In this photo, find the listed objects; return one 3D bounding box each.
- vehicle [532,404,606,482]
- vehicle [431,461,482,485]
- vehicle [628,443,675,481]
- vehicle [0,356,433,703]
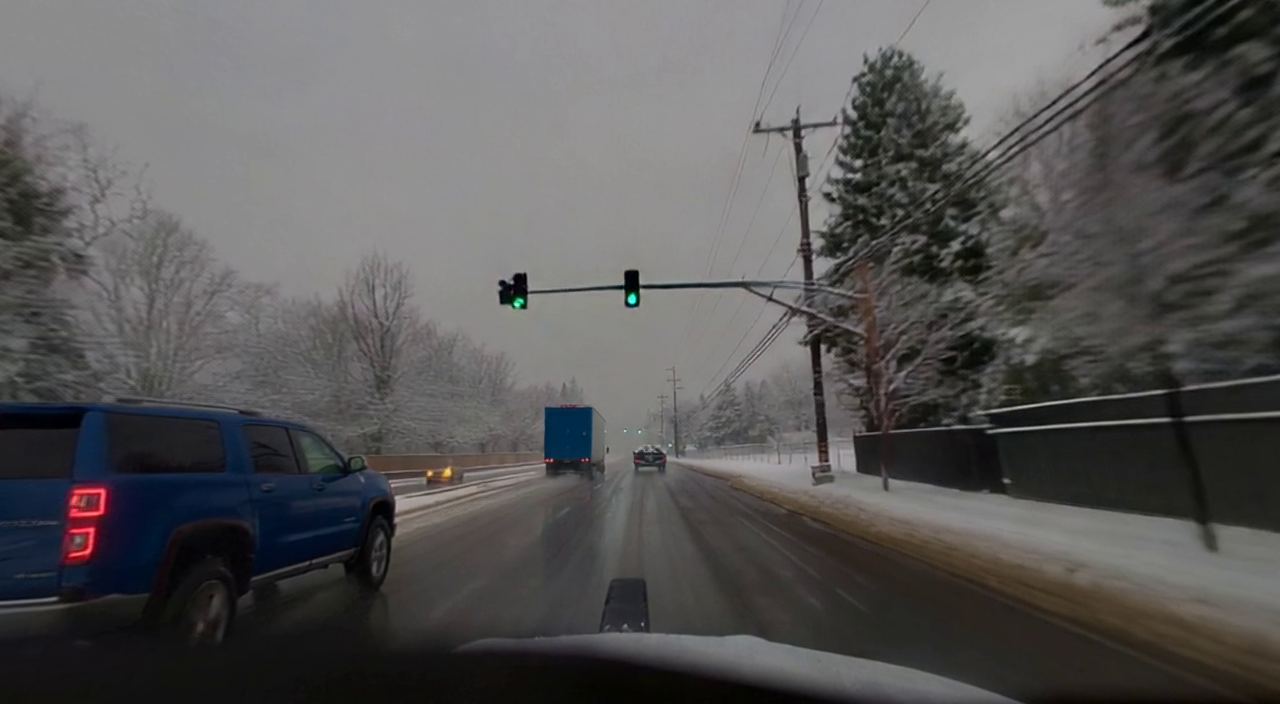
[{"bbox_3d":[-3.566,4.992,34.280,2.928,3.658,8.980,0,-9,0],"label":"vehicle"},{"bbox_3d":[-12.880,8.503,44.444,1.959,1.502,4.647,0,-9,3],"label":"vehicle"},{"bbox_3d":[0.570,5.456,31.359,2.174,1.749,4.113,0,-9,1],"label":"vehicle"},{"bbox_3d":[-3.509,1.275,5.039,2.093,1.832,4.508,0,-9,1],"label":"vehicle"}]
